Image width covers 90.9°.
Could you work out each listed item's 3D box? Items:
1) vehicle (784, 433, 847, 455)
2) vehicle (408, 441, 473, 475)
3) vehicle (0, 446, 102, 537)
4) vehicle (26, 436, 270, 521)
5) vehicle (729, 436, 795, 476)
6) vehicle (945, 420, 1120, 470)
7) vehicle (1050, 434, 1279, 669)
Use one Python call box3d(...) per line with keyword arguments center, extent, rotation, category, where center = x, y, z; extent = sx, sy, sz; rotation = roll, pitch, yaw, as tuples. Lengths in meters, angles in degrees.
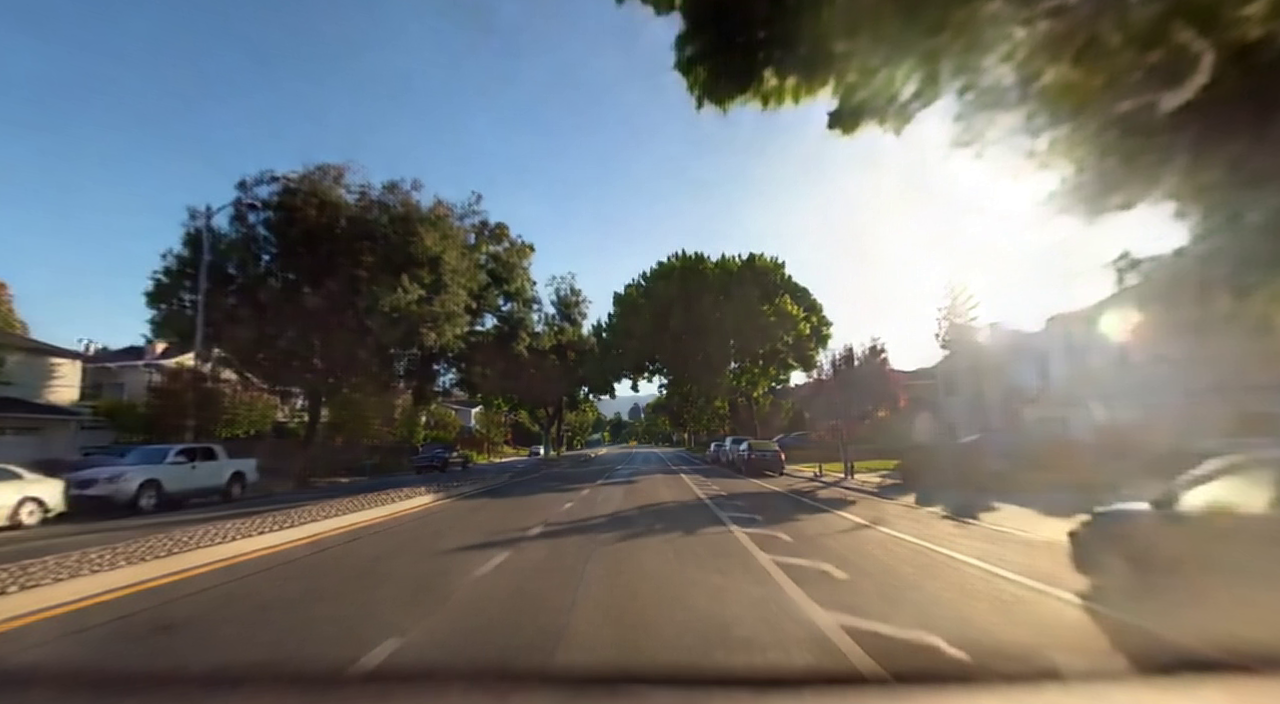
box3d(center=(13.856, 7.302, 49.870), extent=(4.317, 1.595, 2.095), rotation=(1, -9, 0), category="vehicle")
box3d(center=(-11.489, 6.082, 36.614), extent=(2.054, 1.704, 4.710), rotation=(-3, -8, 3), category="vehicle")
box3d(center=(-12.046, 2.429, 10.563), extent=(1.940, 1.496, 4.654), rotation=(-2, -7, 0), category="vehicle")
box3d(center=(-12.000, 3.062, 15.971), extent=(2.228, 1.766, 4.770), rotation=(1, -8, 1), category="vehicle")
box3d(center=(5.232, 4.522, 27.676), extent=(1.885, 1.603, 5.235), rotation=(0, -8, 1), category="vehicle")
box3d(center=(14.189, 3.375, 23.027), extent=(4.902, 1.667, 2.162), rotation=(-1, -8, 0), category="vehicle")
box3d(center=(5.037, 1.236, 3.891), extent=(2.059, 1.449, 4.168), rotation=(0, -10, -2), category="vehicle")
